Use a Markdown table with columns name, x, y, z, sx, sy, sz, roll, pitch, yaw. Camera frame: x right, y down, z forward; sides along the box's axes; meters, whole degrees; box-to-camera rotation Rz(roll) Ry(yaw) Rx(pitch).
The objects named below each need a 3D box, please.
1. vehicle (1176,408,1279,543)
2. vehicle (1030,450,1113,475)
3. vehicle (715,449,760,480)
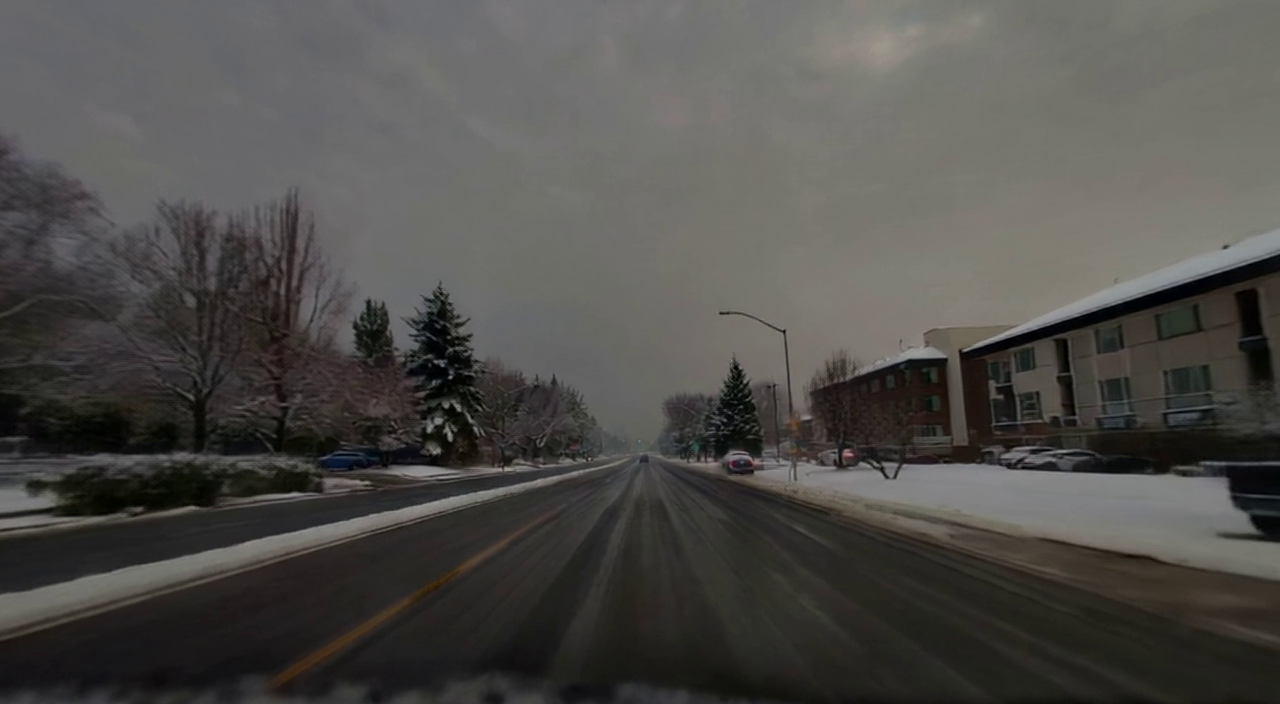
| name | x | y | z | sx | sy | sz | roll | pitch | yaw |
| --- | --- | --- | --- | --- | --- | --- | --- | --- | --- |
| vehicle | 11.251 | 1.768 | 9.085 | 4.903 | 1.831 | 2.098 | 0 | -9 | 2 |
| vehicle | 32.291 | 8.316 | 47.093 | 4.608 | 1.638 | 2.017 | -2 | -10 | 0 |
| vehicle | 7.137 | 8.236 | 46.481 | 2.365 | 2.138 | 5.499 | 0 | -9 | -1 |
